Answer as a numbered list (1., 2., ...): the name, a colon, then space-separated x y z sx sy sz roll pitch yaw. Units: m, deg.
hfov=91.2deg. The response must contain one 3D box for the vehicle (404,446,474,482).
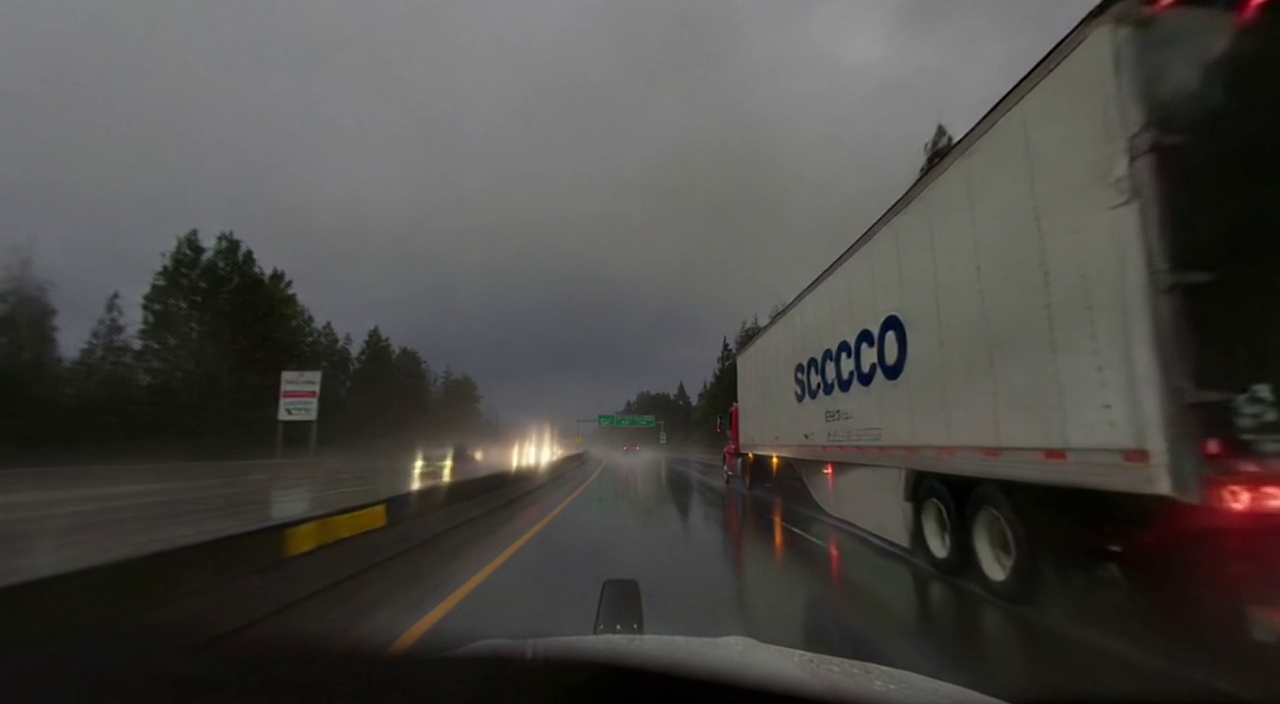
1. vehicle: -9.270 5.172 29.313 1.897 1.504 4.520 0 -8 -1

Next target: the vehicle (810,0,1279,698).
1. vehicle: 4.432 0.150 6.502 2.892 3.928 8.380 -1 -8 0
